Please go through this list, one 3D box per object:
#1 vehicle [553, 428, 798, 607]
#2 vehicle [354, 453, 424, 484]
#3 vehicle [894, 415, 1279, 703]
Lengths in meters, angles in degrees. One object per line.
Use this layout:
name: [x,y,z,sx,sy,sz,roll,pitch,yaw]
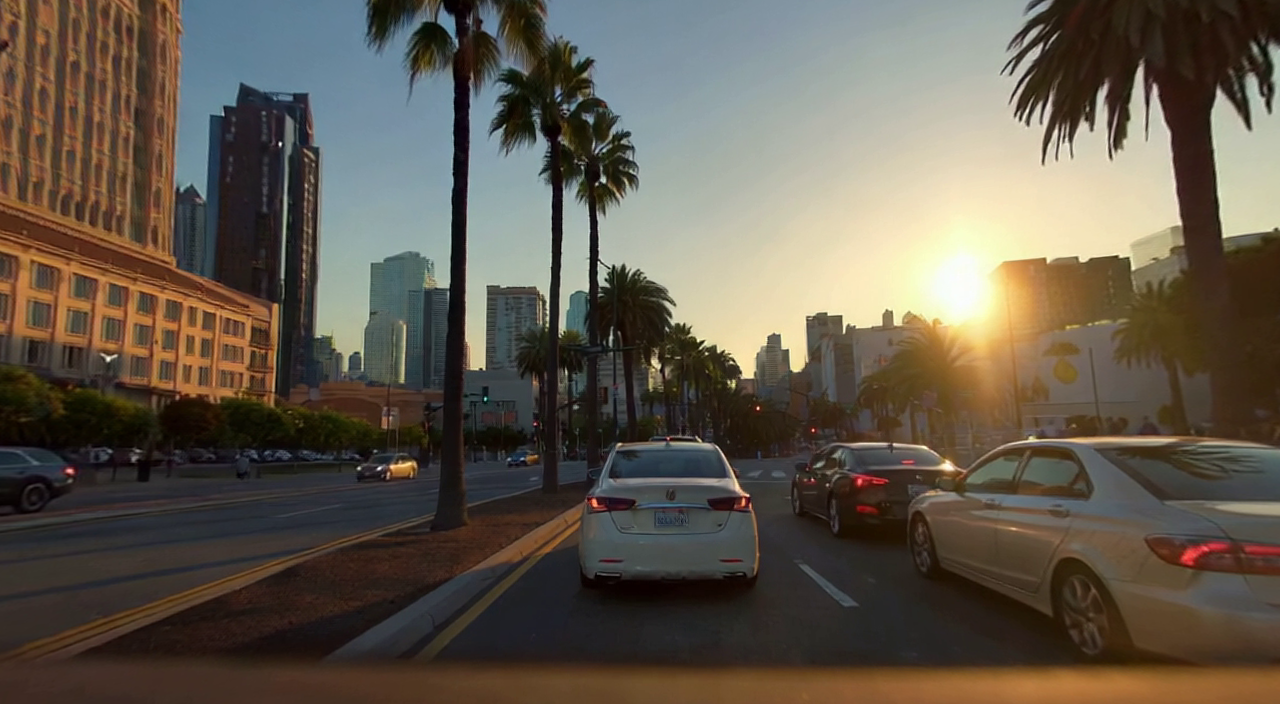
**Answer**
vehicle: [0.333,1.695,7.286,2.078,1.503,3.681,0,-9,1]
vehicle: [-14.154,6.564,35.861,1.801,1.563,4.015,-2,-9,9]
vehicle: [3.638,1.297,4.572,1.913,1.469,4.425,-1,-9,3]
